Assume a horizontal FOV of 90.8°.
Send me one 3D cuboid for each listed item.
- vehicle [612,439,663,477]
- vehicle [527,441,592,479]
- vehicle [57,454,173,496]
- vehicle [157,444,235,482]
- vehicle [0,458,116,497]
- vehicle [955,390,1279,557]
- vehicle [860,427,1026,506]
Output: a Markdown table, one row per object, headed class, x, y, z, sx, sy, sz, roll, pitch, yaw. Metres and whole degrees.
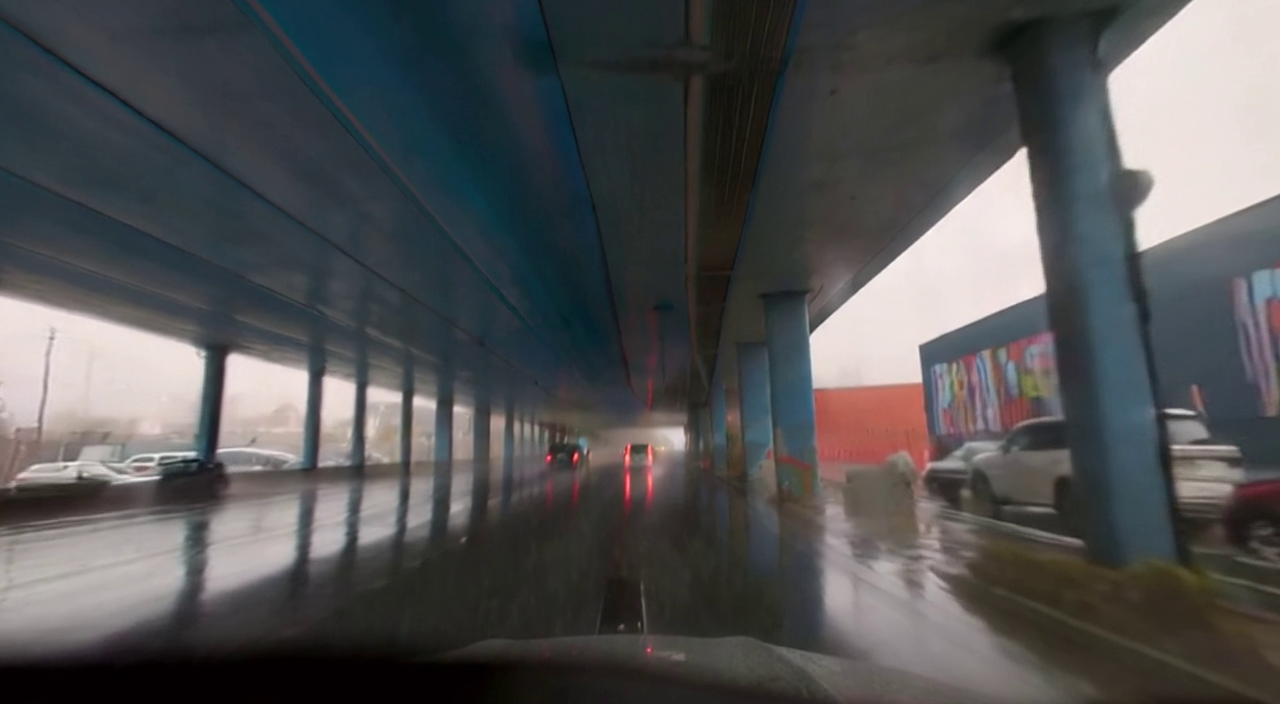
| class | x | y | z | sx | sy | sz | roll | pitch | yaw |
| --- | --- | --- | --- | --- | --- | --- | --- | --- | --- |
| vehicle | -0.081 | 4.807 | 28.781 | 2.155 | 1.571 | 3.734 | 0 | -9 | 1 |
| vehicle | -3.439 | 4.734 | 27.932 | 2.024 | 1.533 | 4.549 | -1 | -9 | 4 |
| vehicle | -27.098 | 6.315 | 32.846 | 1.971 | 1.939 | 4.729 | 1 | -9 | -2 |
| vehicle | -30.512 | 7.602 | 43.660 | 1.933 | 2.393 | 4.896 | 0 | -8 | -2 |
| vehicle | -29.556 | 6.360 | 32.282 | 2.035 | 1.764 | 4.157 | 1 | -9 | -4 |
| vehicle | 6.970 | 1.739 | 9.567 | 2.114 | 1.911 | 4.402 | 0 | -9 | 1 |
| vehicle | 7.073 | 2.721 | 15.362 | 2.017 | 1.625 | 4.337 | 0 | -9 | 2 |
